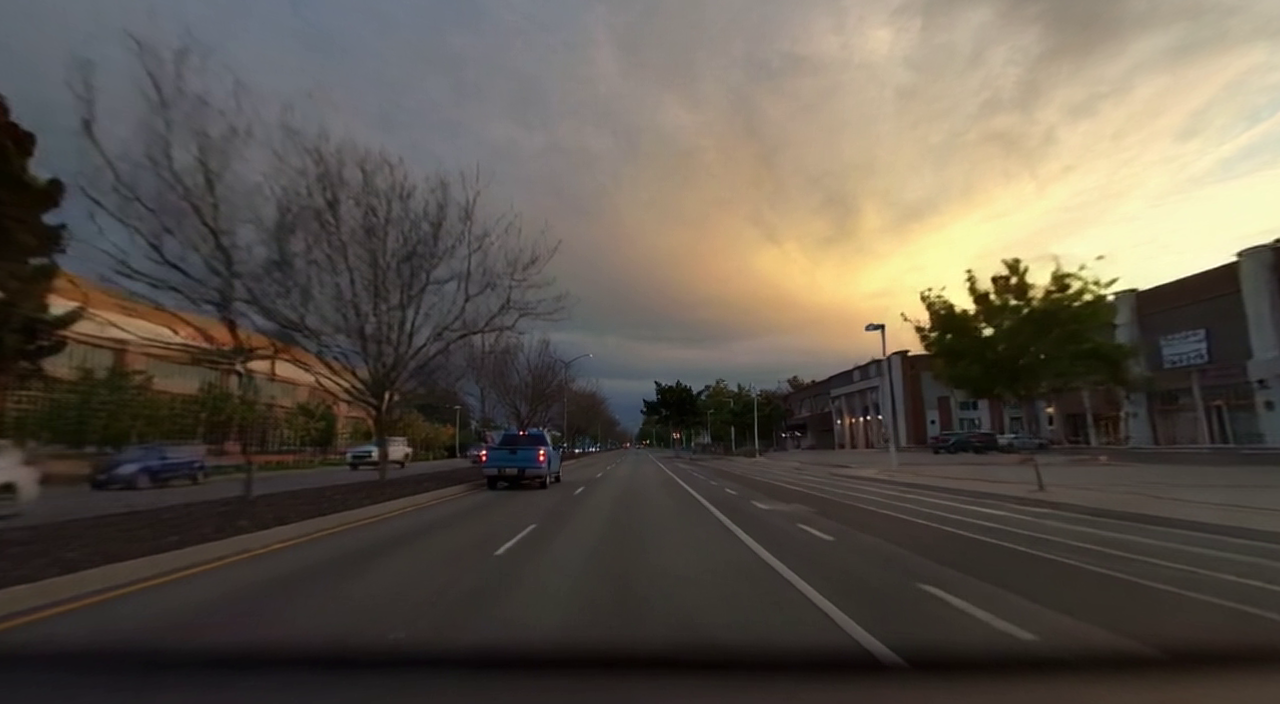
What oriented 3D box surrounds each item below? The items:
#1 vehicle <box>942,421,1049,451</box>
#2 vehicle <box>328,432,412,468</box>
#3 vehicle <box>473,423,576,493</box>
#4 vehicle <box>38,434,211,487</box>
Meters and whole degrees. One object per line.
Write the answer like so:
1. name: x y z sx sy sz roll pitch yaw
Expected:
1. vehicle: 26.011 6.200 46.222 6.324 1.986 2.478 -2 -9 0
2. vehicle: -16.026 5.867 37.819 2.226 1.947 5.670 0 -8 4
3. vehicle: -3.276 3.157 19.130 2.065 1.790 5.417 0 -8 1
4. vehicle: -18.141 3.810 22.569 1.986 1.664 4.980 0 -8 -1
